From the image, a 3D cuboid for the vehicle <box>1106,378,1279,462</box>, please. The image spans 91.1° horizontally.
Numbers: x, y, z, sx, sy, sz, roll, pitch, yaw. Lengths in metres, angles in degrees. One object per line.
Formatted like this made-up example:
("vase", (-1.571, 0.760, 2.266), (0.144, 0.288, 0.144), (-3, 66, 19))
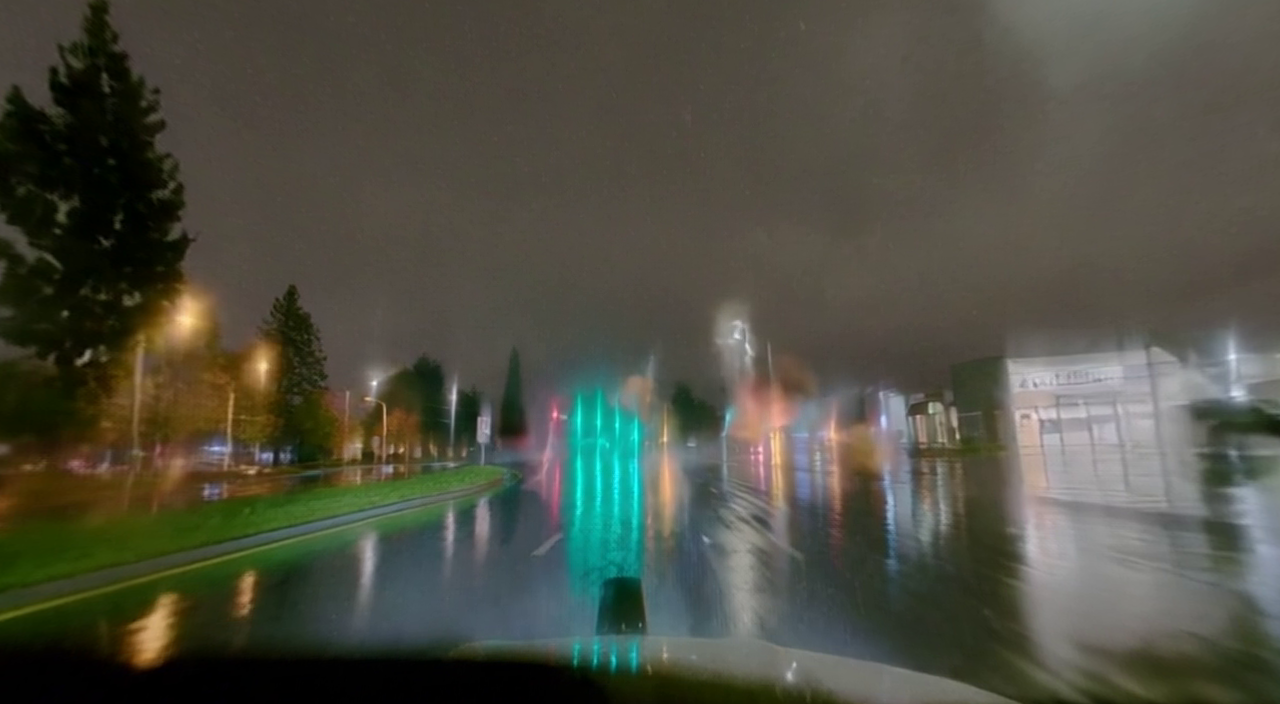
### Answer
("vehicle", (24.069, 2.874, 25.992), (7.144, 3.248, 2.873), (0, -9, -1))
